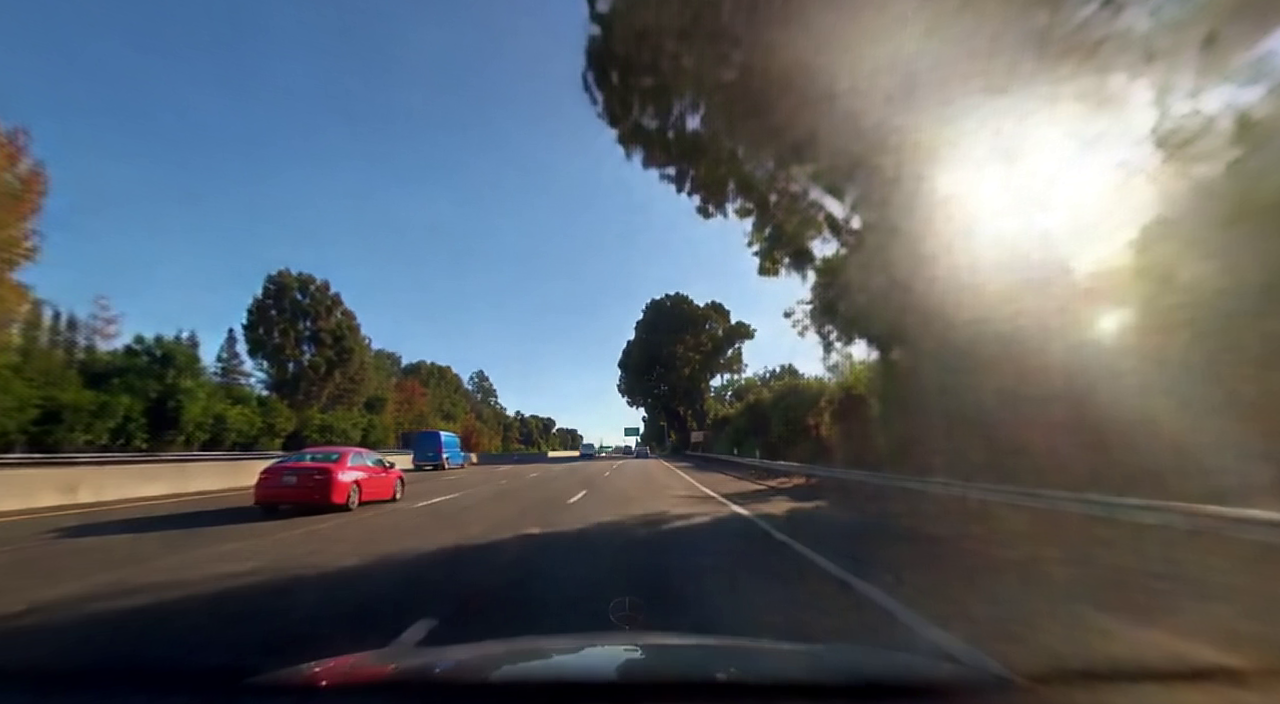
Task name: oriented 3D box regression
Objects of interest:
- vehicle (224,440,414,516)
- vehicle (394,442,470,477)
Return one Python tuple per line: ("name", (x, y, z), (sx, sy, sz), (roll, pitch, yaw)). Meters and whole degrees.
("vehicle", (-7.236, 2.862, 14.938), (1.981, 1.486, 4.735), (0, -8, 1))
("vehicle", (-10.969, 5.681, 33.692), (2.249, 1.735, 5.018), (0, -8, 1))
